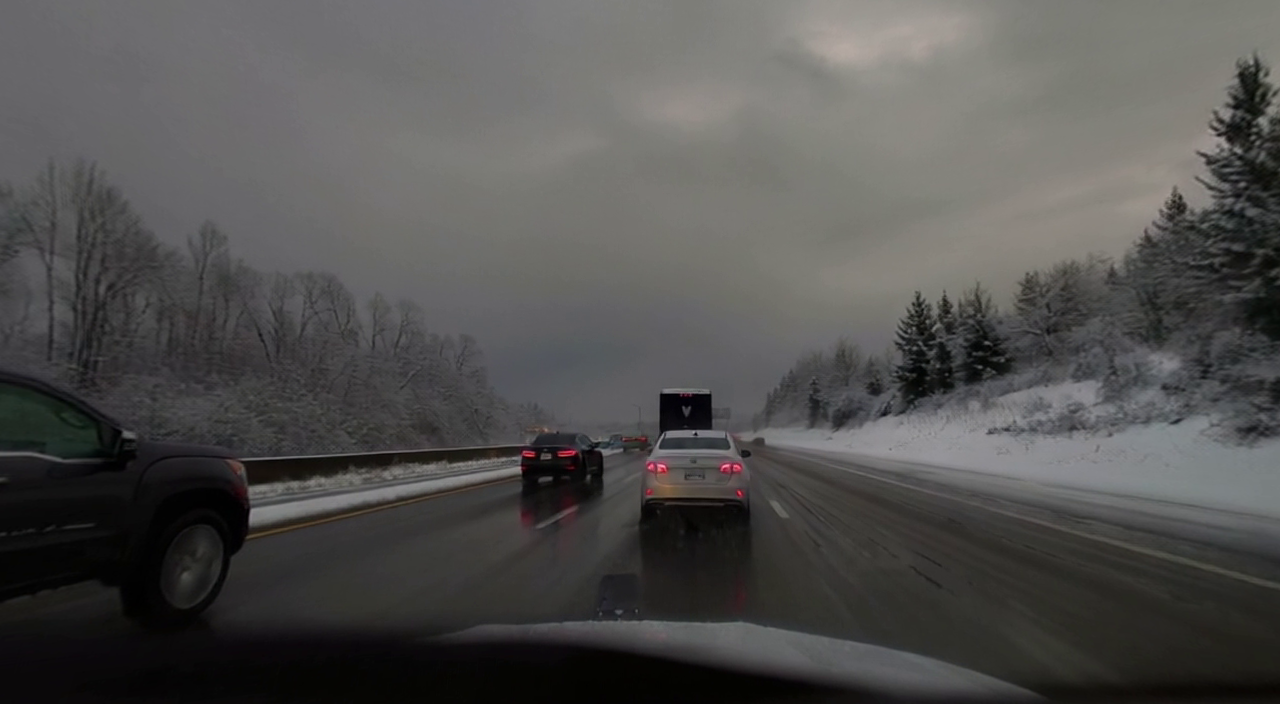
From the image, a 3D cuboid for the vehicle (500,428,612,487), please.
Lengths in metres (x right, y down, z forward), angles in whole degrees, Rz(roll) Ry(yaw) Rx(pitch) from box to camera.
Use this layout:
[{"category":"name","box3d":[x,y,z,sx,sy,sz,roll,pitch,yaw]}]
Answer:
[{"category":"vehicle","box3d":[-2.188,2.911,17.816,2.087,1.457,4.313,-1,-8,7]}]

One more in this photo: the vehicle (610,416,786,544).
[{"category":"vehicle","box3d":[0.947,1.801,9.597,2.089,1.485,4.153,-1,-8,8]}]

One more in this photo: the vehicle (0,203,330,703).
[{"category":"vehicle","box3d":[-4.238,0.487,2.693,2.386,2.435,5.831,-1,-8,6]}]
